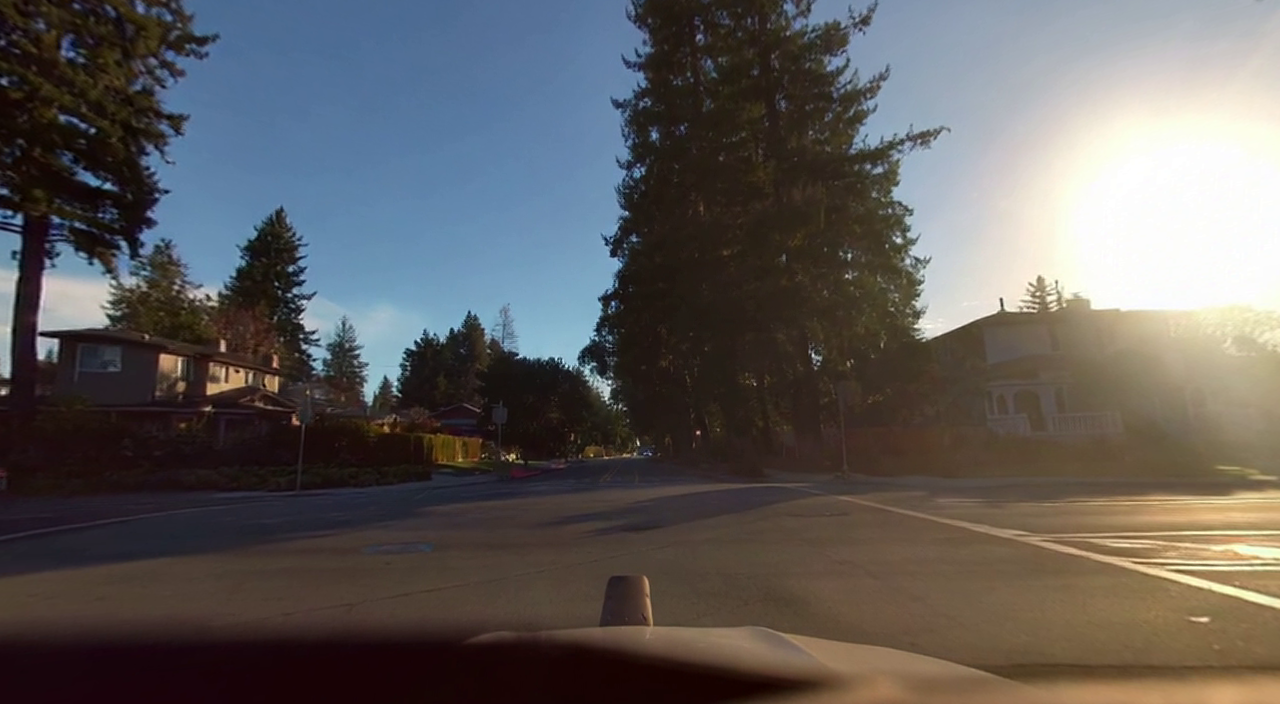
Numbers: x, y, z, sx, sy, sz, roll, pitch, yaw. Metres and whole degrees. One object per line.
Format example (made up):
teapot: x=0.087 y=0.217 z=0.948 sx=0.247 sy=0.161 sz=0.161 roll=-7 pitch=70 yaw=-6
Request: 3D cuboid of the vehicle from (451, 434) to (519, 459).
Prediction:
vehicle: x=-11.672 y=7.123 z=47.544 sx=4.622 sy=1.782 sz=1.836 roll=0 pitch=-8 yaw=1
